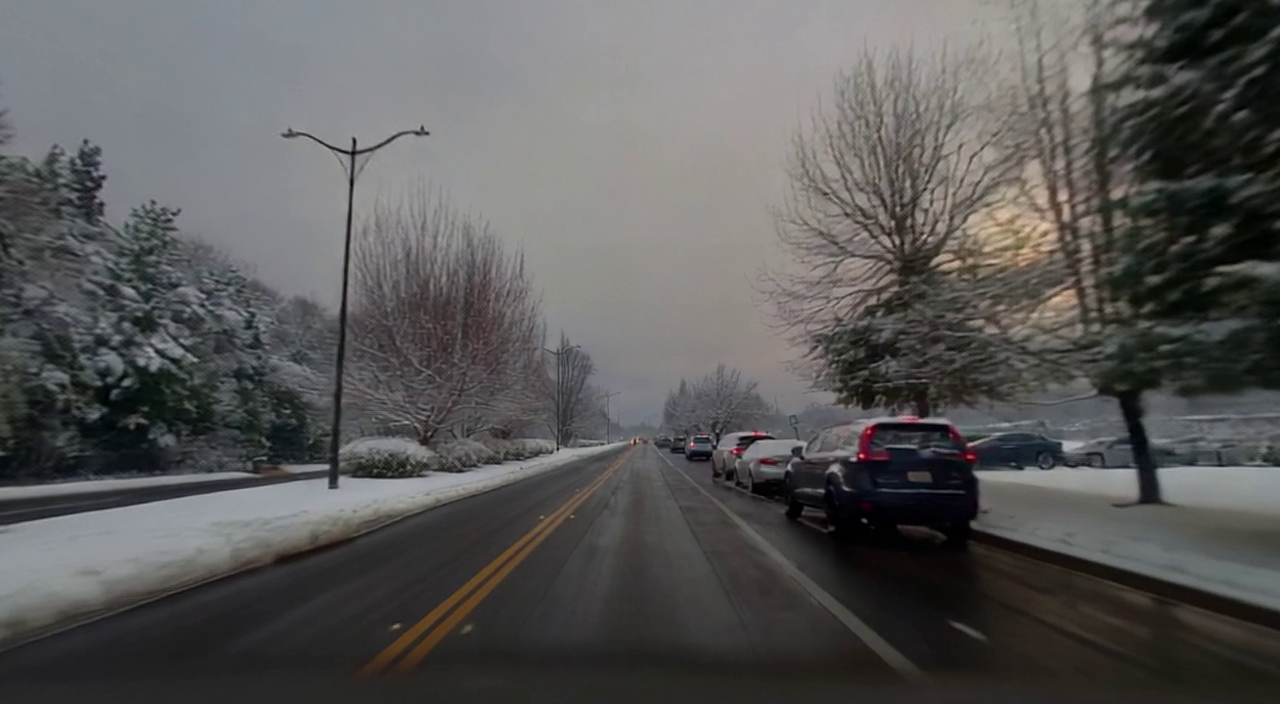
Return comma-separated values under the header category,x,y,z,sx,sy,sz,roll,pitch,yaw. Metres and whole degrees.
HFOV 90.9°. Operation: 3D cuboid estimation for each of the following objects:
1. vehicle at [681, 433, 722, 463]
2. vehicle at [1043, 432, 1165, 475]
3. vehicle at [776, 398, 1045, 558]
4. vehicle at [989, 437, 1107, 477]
category,x,y,z,sx,sy,sz,roll,pitch,yaw
vehicle,4.150,6.563,43.264,2.226,1.889,4.543,0,-8,-1
vehicle,19.632,4.302,26.959,2.008,1.582,4.329,-3,-8,3
vehicle,3.620,1.774,9.521,2.144,1.848,4.159,0,-8,-1
vehicle,17.052,4.400,26.724,2.036,1.508,4.679,0,-8,2
